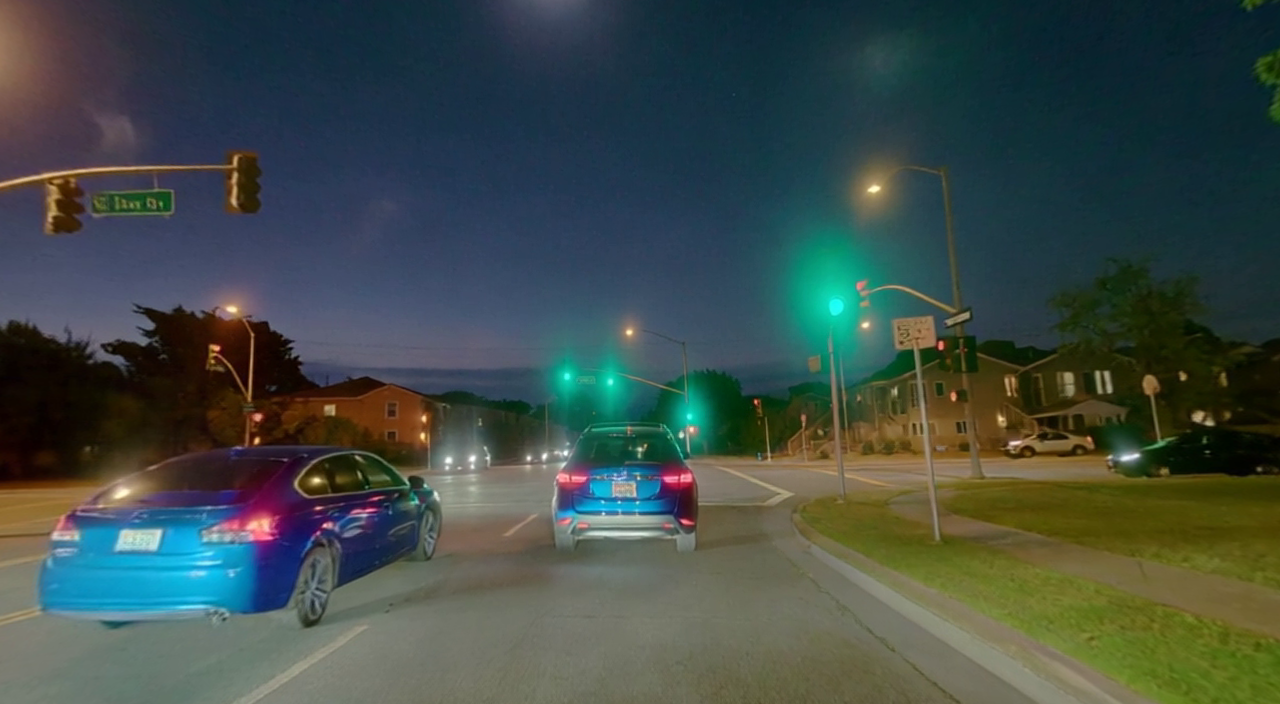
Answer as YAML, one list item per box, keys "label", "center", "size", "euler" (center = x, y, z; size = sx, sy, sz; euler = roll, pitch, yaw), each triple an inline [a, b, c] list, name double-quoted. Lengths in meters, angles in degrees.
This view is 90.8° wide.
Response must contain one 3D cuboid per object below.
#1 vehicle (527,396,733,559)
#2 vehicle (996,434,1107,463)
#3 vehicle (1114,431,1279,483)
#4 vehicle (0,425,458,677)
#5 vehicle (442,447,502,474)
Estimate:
- label: "vehicle"
  center: [-0.180, 1.801, 9.762]
  size: [2.396, 1.881, 4.606]
  euler: [0, -8, -2]
- label: "vehicle"
  center: [21.362, 5.023, 32.995]
  size: [4.353, 1.431, 1.876]
  euler: [-2, -9, 14]
- label: "vehicle"
  center: [17.236, 3.081, 18.654]
  size: [4.715, 1.439, 1.874]
  euler: [-2, -9, 14]
- label: "vehicle"
  center: [-3.331, 1.495, 5.954]
  size: [1.934, 1.459, 4.368]
  euler: [0, -8, 0]
- label: "vehicle"
  center: [-9.615, 6.243, 36.602]
  size: [2.028, 1.474, 4.637]
  euler: [-1, -8, 3]
